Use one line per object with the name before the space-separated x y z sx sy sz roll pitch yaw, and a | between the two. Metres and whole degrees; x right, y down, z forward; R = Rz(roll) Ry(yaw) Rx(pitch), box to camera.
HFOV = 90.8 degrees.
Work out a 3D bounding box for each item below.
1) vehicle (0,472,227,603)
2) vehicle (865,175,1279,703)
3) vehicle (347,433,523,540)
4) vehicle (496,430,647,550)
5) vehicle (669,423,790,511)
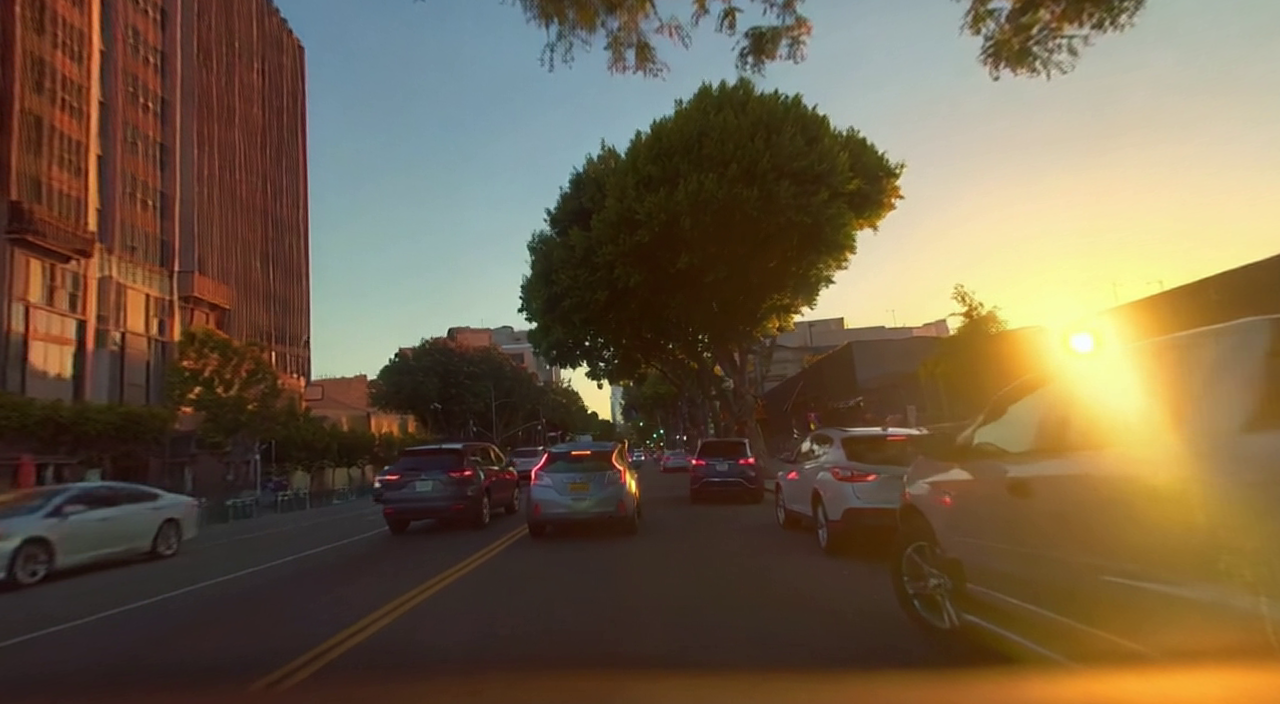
vehicle | -9.281 2.805 10.282 1.976 1.475 4.684 0 -8 -1
vehicle | 2.972 0.613 2.413 2.225 2.070 5.264 0 -8 -1
vehicle | -3.941 2.640 13.184 2.000 1.818 4.668 0 -8 2
vehicle | -0.939 2.241 10.940 2.076 1.667 3.948 0 -8 1
vehicle | 2.559 2.963 16.873 2.352 1.953 4.798 -3 -9 18
